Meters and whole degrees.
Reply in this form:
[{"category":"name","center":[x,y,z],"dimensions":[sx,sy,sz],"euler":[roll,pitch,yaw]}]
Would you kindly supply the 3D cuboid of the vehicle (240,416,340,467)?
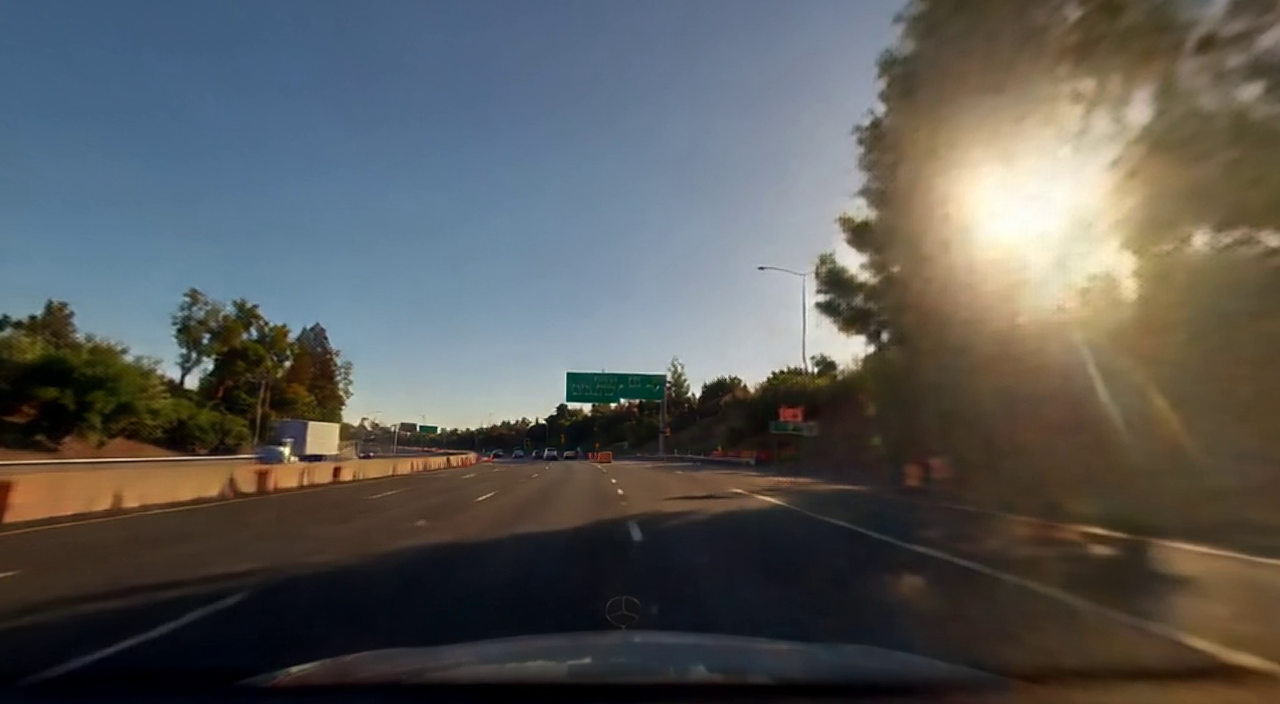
[{"category":"vehicle","center":[-25.307,6.578,46.220],"dimensions":[3.030,3.342,8.736],"euler":[1,-9,-6]}]
